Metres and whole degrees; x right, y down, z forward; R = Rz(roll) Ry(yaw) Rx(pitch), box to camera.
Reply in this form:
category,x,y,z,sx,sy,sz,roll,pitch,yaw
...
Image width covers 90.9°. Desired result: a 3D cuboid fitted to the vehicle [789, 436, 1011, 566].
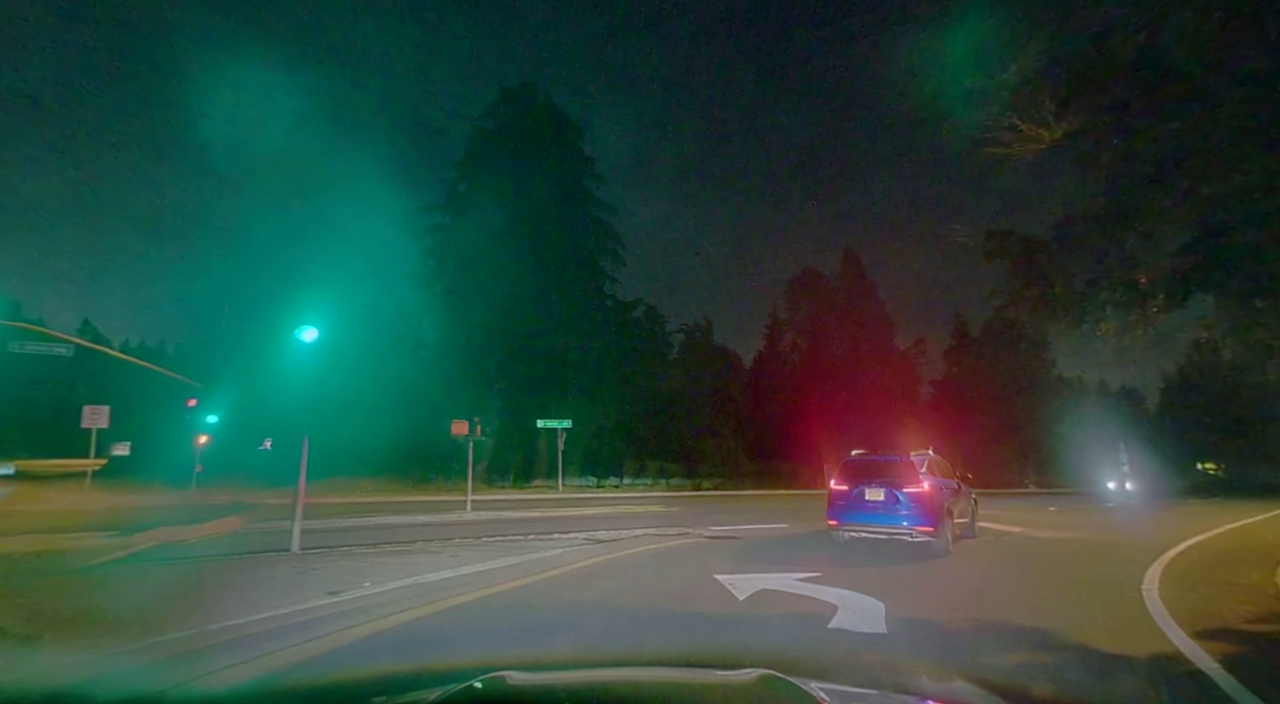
category,x,y,z,sx,sy,sz,roll,pitch,yaw
vehicle,4.200,2.104,9.809,2.148,1.521,4.089,-7,-11,36
